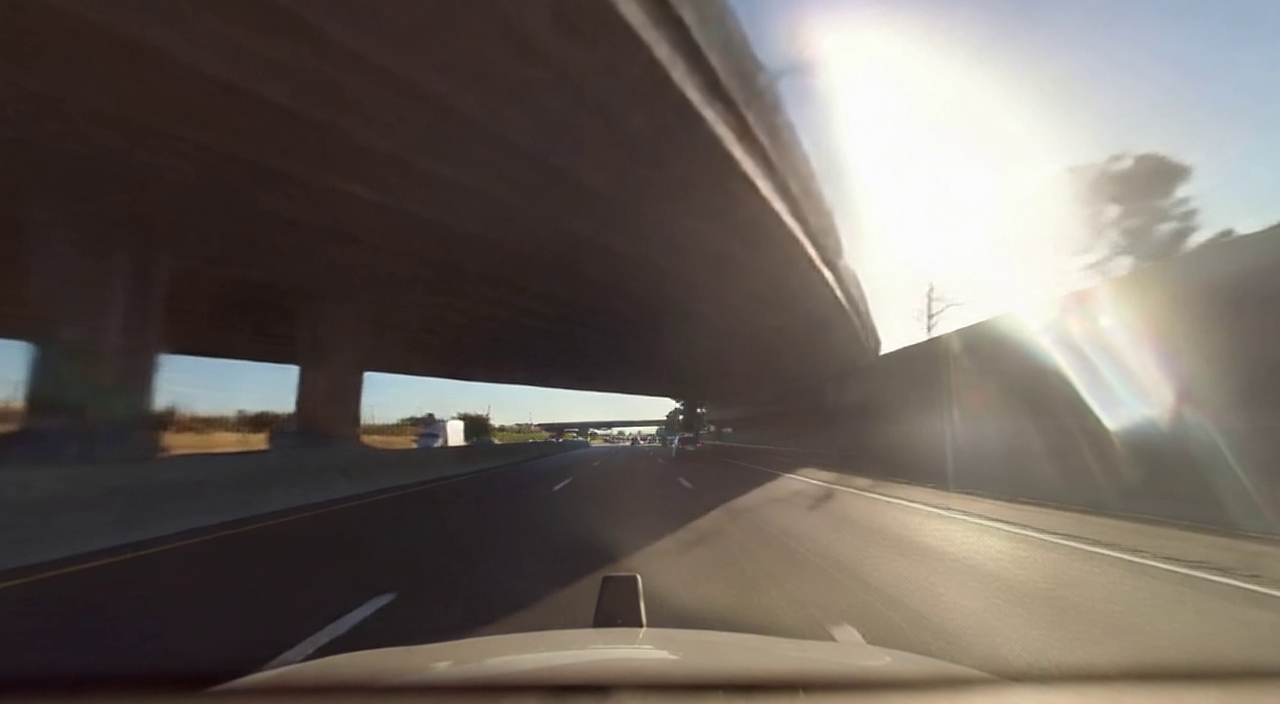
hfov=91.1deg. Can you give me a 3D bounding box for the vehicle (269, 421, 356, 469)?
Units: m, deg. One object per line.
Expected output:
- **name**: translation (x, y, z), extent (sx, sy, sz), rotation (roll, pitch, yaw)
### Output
- **vehicle**: translation (-20.151, 5.744, 39.030), extent (2.376, 2.740, 5.159), rotation (0, -8, 2)

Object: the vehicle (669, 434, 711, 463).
- **vehicle**: translation (2.688, 5.295, 34.610), extent (1.946, 1.481, 3.969), rotation (0, -8, -1)

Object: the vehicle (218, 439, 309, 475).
- **vehicle**: translation (-19.991, 5.565, 33.673), extent (1.961, 1.737, 4.623), rotation (0, -8, 0)

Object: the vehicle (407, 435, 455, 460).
- **vehicle**: translation (-16.458, 7.530, 49.811), extent (2.095, 1.909, 4.829), rotation (0, -8, 0)

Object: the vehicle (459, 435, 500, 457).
- **vehicle**: translation (-12.241, 7.182, 48.180), extent (1.949, 1.556, 4.350), rotation (0, -8, 1)
